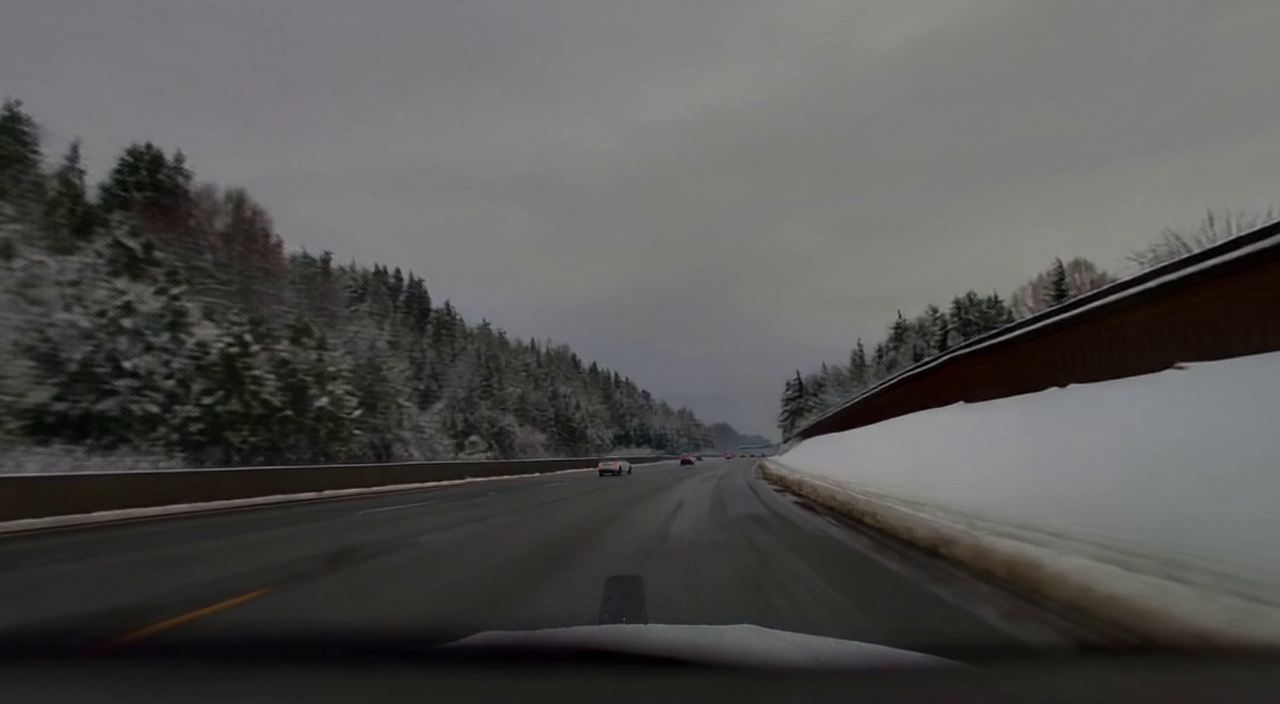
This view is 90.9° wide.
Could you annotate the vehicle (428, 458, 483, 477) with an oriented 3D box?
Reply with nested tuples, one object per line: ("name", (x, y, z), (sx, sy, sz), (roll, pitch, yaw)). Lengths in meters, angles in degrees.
("vehicle", (-13.250, 8.339, 45.622), (1.793, 1.238, 4.760), (-2, -9, 11))

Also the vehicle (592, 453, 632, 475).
("vehicle", (-1.967, 8.104, 45.698), (1.699, 1.461, 4.924), (-2, -9, 12))
